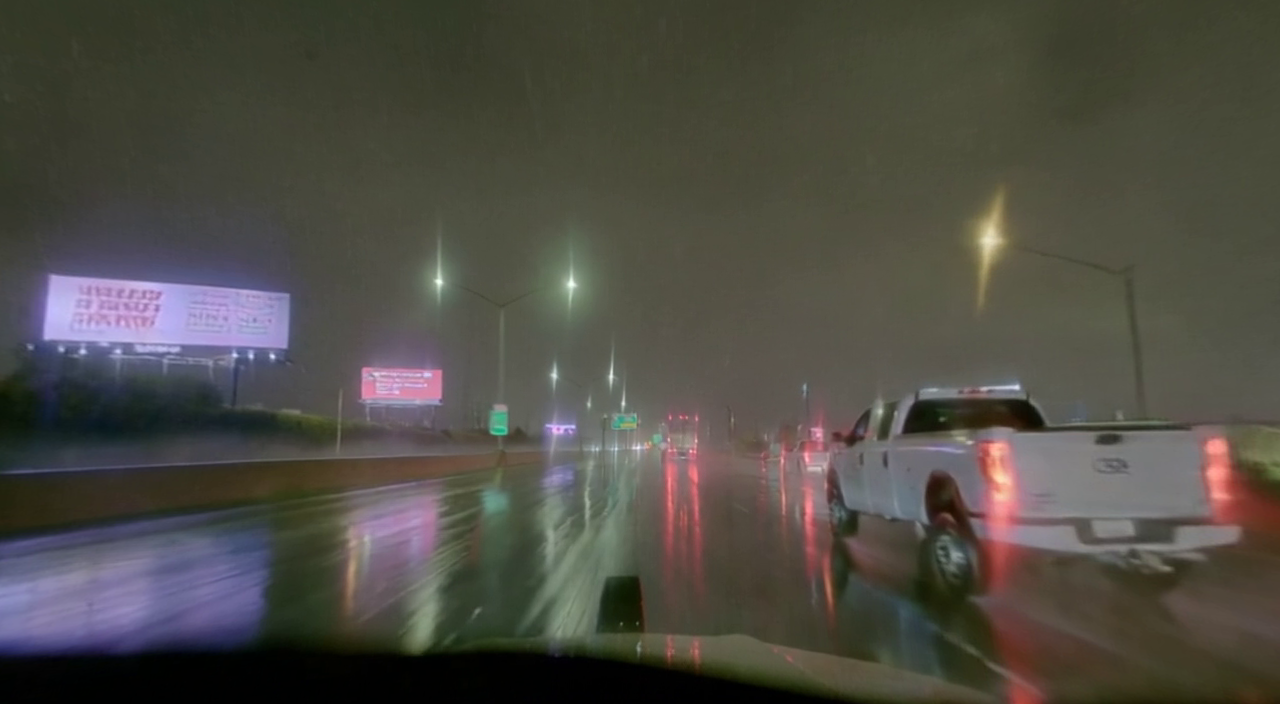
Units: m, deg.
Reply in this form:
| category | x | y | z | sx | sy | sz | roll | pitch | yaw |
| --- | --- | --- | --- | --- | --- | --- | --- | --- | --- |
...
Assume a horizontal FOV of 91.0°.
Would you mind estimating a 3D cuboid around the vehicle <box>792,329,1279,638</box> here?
| category | x | y | z | sx | sy | sz | roll | pitch | yaw |
| --- | --- | --- | --- | --- | --- | --- | --- | --- | --- |
| vehicle | 3.987 | 1.385 | 7.596 | 2.740 | 2.157 | 6.300 | 0 | -9 | 0 |
